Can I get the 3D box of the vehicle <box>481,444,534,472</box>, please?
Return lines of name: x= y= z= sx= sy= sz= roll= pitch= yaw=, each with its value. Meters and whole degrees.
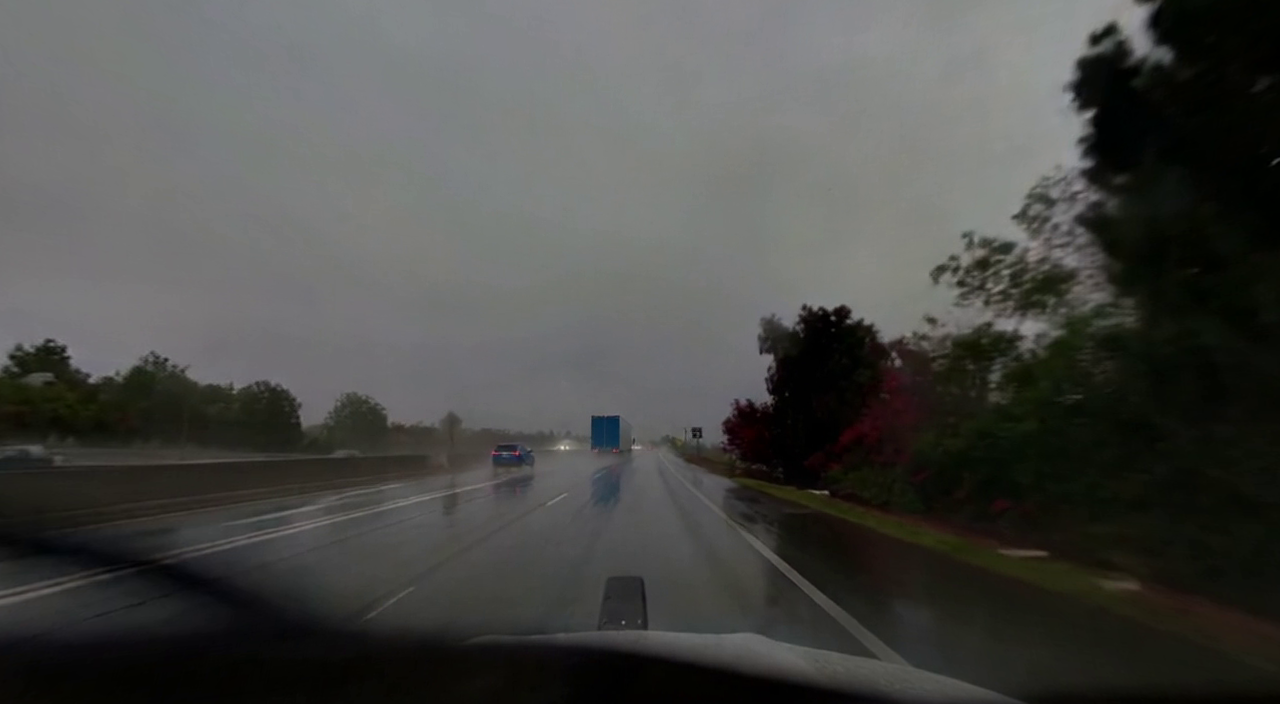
vehicle: x=-7.501 y=6.039 z=36.009 sx=1.901 sy=1.467 sz=4.629 roll=0 pitch=-8 yaw=2
